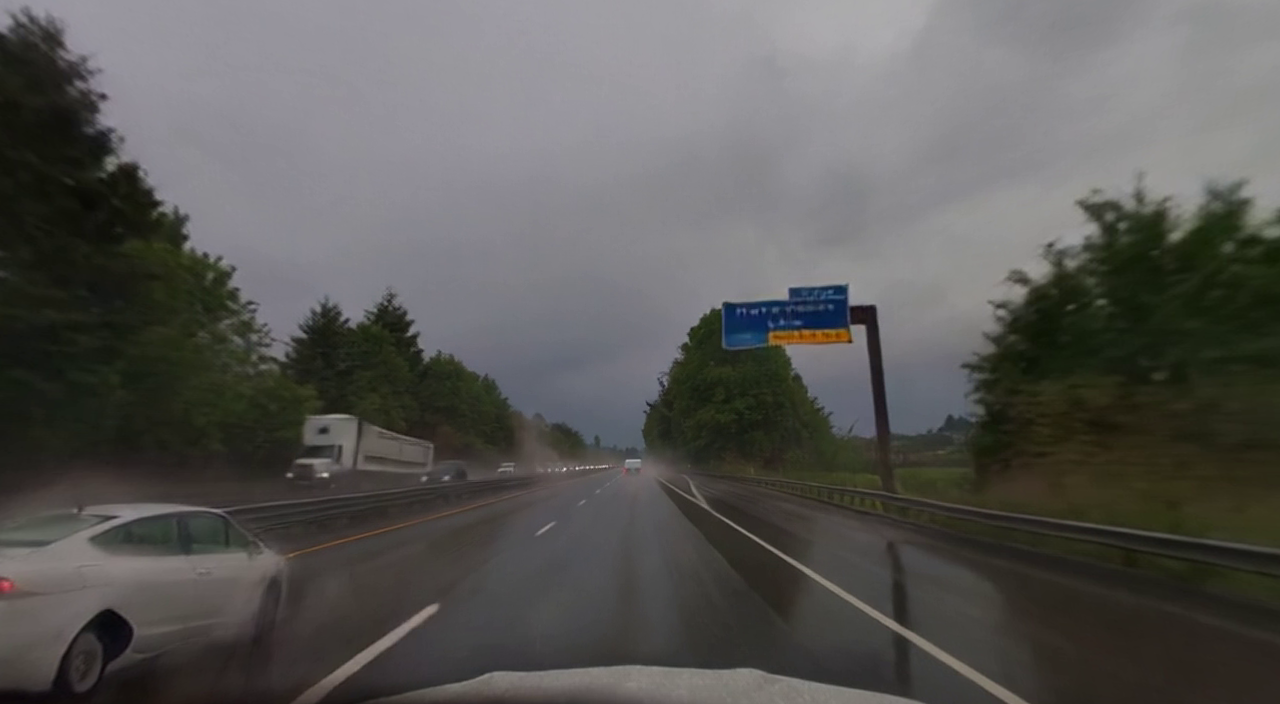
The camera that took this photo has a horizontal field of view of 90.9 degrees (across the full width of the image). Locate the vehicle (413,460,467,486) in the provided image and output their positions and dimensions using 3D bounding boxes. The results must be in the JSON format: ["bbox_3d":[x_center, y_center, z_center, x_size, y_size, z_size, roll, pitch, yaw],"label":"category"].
[{"bbox_3d":[-12.526,7.635,39.744,1.901,1.489,4.490,1,-10,1],"label":"vehicle"}]

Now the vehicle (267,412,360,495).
[{"bbox_3d":[-17.106,5.377,33.269,2.962,4.065,3.028,1,-10,-1],"label":"vehicle"}]
